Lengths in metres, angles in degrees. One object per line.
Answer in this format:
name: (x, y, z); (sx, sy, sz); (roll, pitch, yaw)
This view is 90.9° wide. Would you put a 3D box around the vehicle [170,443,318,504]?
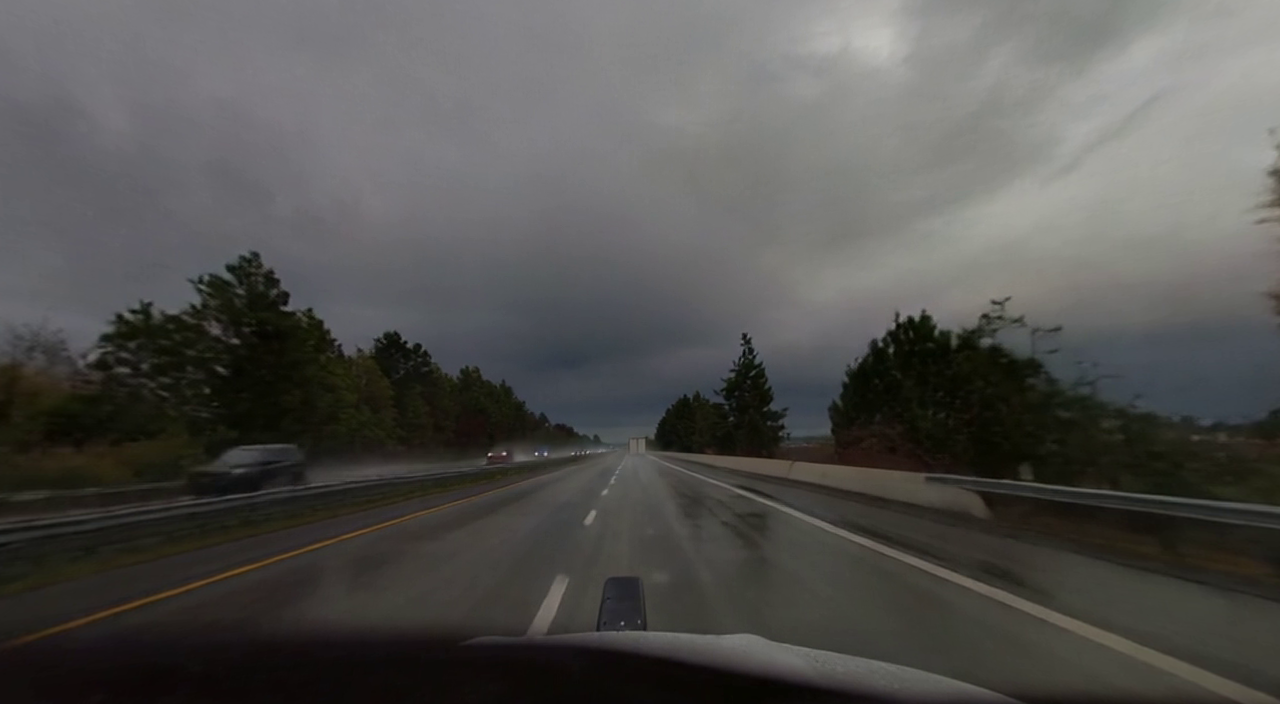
vehicle: (-12.421, 3.800, 20.192); (1.971, 1.698, 4.364); (0, -9, -1)
